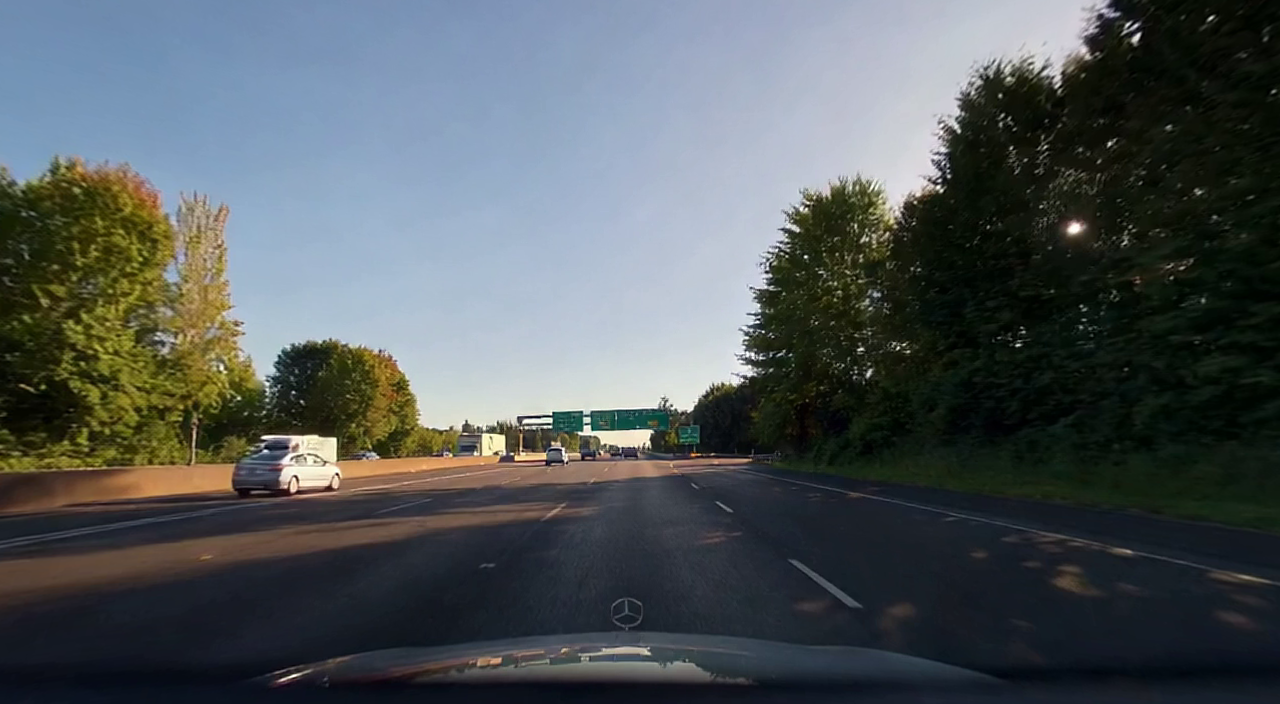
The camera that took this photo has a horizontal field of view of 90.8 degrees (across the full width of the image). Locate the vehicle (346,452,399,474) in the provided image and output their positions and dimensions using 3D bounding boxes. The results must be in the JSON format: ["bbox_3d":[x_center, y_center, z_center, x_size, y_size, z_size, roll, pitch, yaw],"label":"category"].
[{"bbox_3d":[-19.605,8.123,46.464,1.924,1.449,4.472,0,-9,1],"label":"vehicle"}]

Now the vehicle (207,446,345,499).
[{"bbox_3d":[-11.641,3.845,20.591,1.981,1.503,4.207,0,-9,0],"label":"vehicle"}]
